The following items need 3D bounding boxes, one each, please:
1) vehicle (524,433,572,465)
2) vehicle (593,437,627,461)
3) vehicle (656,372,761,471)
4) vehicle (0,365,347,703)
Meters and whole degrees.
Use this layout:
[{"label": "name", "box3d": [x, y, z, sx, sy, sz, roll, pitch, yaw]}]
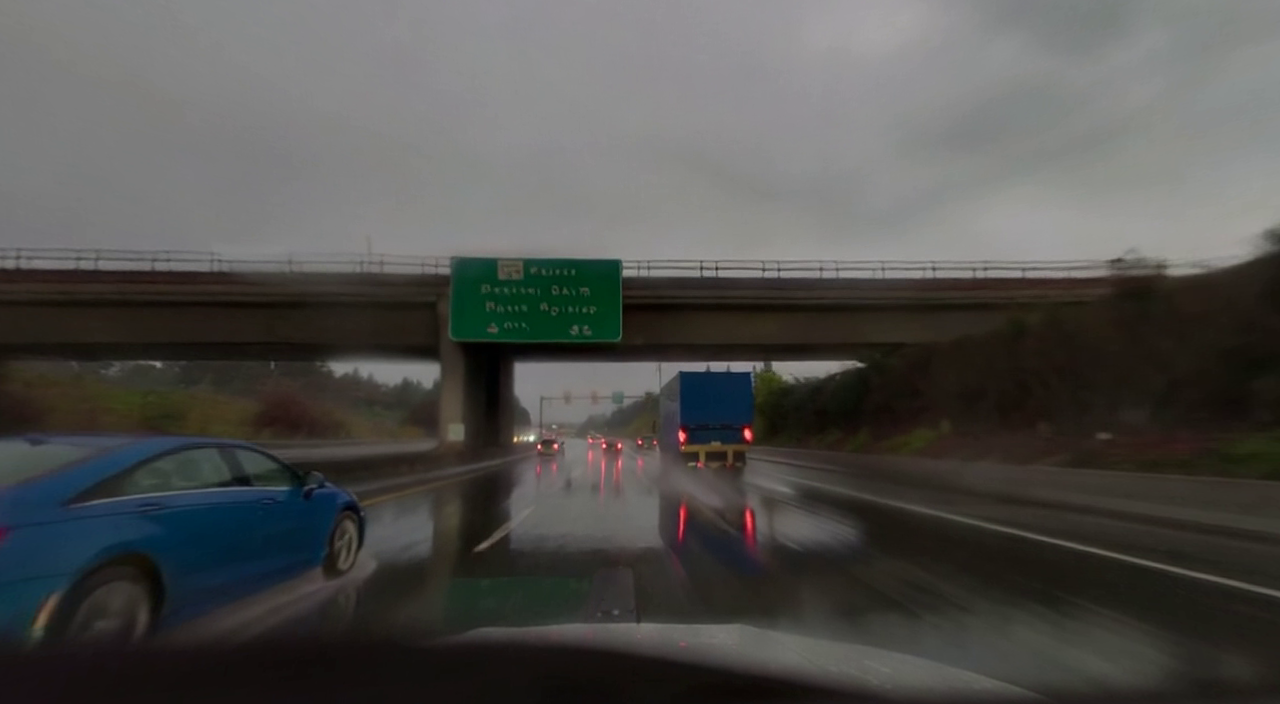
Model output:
[{"label": "vehicle", "box3d": [-5.359, 5.726, 37.218, 2.377, 1.747, 4.703, 0, -8, -3]}, {"label": "vehicle", "box3d": [-2.086, 6.531, 42.528, 2.125, 1.542, 3.816, 0, -8, -5]}, {"label": "vehicle", "box3d": [2.984, 3.825, 32.794, 3.301, 4.034, 13.722, 0, -8, -3]}, {"label": "vehicle", "box3d": [-4.138, 1.103, 4.300, 2.213, 1.650, 4.403, 0, -8, -1]}]
